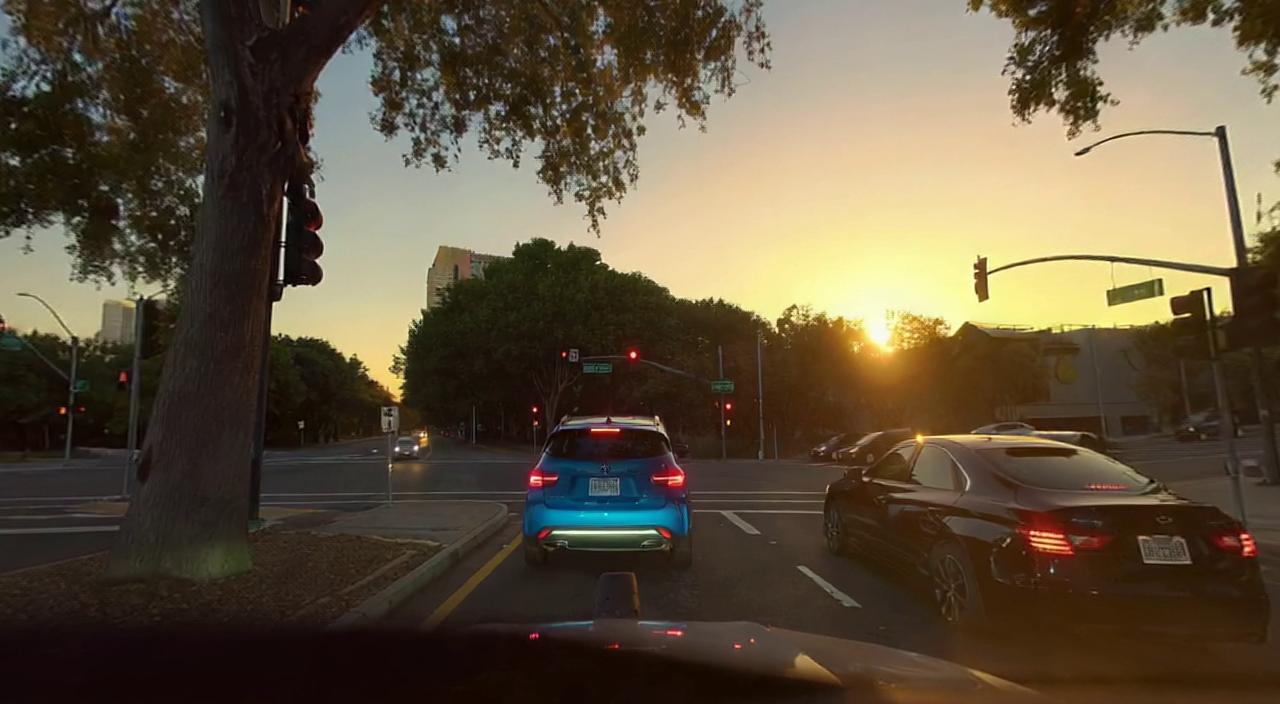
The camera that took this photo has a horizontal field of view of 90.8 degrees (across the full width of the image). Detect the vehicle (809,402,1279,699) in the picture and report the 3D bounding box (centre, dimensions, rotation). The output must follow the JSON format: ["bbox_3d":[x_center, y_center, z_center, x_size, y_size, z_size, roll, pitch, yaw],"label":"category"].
[{"bbox_3d":[3.167,1.402,5.747,1.932,1.562,4.629,0,-9,-1],"label":"vehicle"}]

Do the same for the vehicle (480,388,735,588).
[{"bbox_3d":[-0.349,1.523,7.797,2.247,1.760,4.231,0,-9,-2],"label":"vehicle"}]
